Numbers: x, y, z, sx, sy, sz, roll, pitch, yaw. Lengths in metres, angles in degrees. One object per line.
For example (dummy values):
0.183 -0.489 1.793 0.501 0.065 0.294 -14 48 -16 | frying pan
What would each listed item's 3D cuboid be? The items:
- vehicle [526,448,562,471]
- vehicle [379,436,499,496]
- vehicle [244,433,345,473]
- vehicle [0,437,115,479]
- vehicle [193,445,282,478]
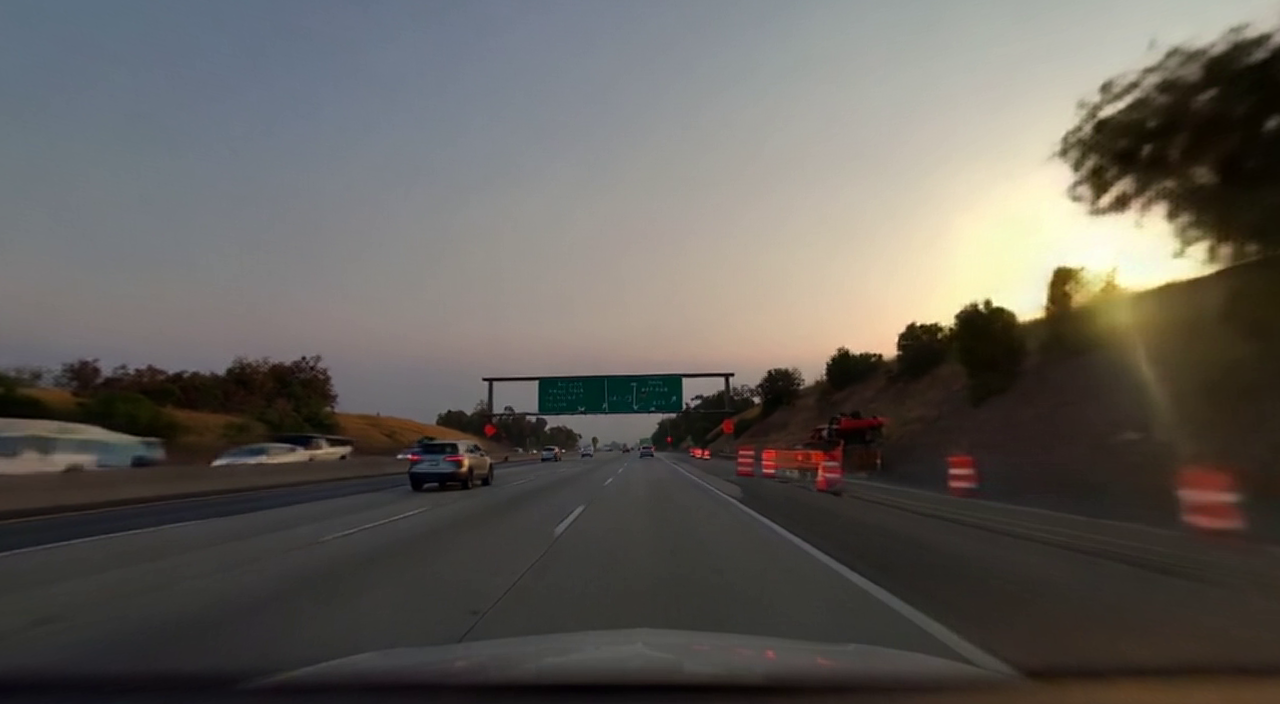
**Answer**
-6.823 7.665 45.065 1.895 1.506 4.245 0 -9 0 | vehicle
-6.415 3.698 20.784 2.402 1.733 4.512 0 -9 1 | vehicle
-22.906 6.724 42.203 2.696 2.385 6.852 -1 -9 2 | vehicle
-30.027 5.038 30.109 2.748 1.866 8.287 0 -8 0 | vehicle
-19.152 5.216 30.148 1.680 1.459 3.734 -1 -9 2 | vehicle
